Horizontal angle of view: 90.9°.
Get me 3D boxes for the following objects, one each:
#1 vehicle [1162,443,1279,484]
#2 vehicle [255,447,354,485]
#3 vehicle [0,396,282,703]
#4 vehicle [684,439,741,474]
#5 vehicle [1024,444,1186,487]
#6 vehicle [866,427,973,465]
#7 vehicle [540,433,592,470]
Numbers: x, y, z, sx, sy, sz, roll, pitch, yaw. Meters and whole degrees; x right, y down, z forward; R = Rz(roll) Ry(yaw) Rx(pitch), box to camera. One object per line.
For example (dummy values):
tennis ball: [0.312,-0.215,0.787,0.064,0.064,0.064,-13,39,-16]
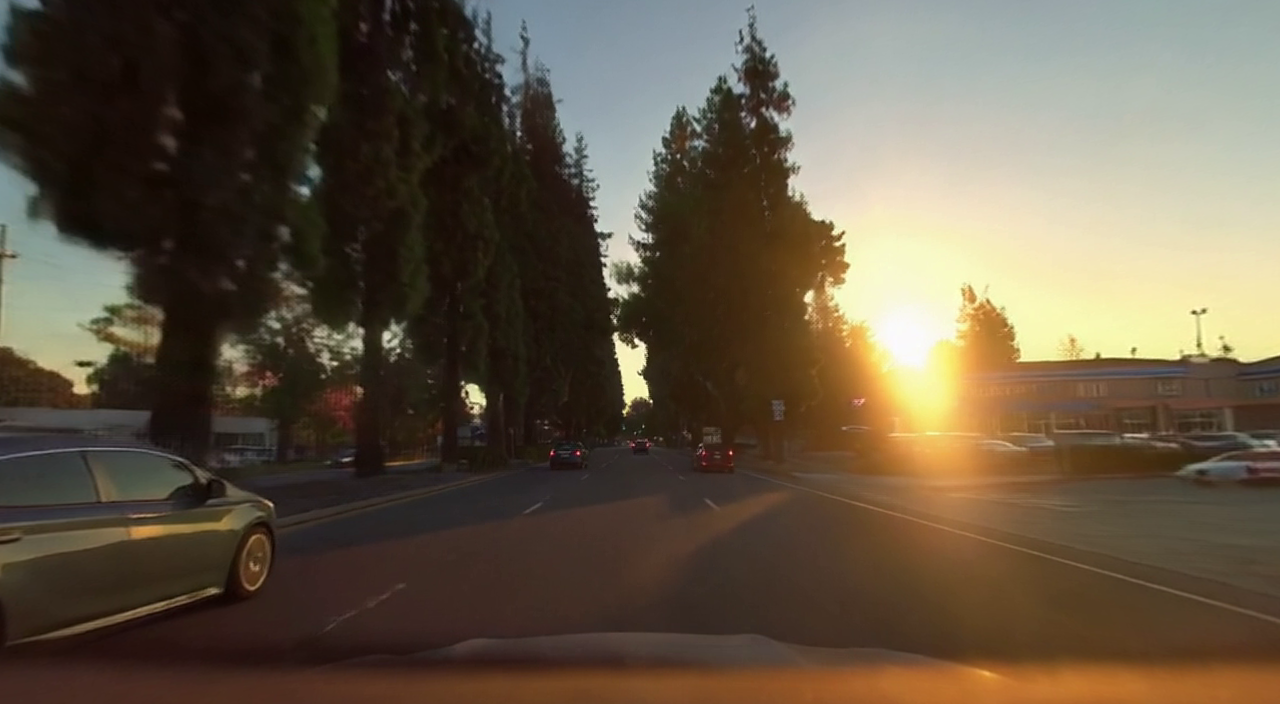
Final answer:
vehicle: [22.409,4.141,23.557,4.344,1.433,1.784,1,-8,-5]
vehicle: [-14.705,4.980,27.947,1.977,1.491,4.496,0,-8,-1]
vehicle: [-4.004,0.933,2.644,1.988,1.530,5.155,0,-8,0]
vehicle: [3.254,4.767,29.090,2.010,1.486,4.498,0,-8,-1]
vehicle: [16.765,4.069,22.816,4.717,1.461,1.874,2,-9,-10]
vehicle: [14.050,4.758,32.040,2.097,1.779,4.720,4,-9,-24]
vehicle: [-3.623,4.977,31.688,2.051,1.747,4.370,0,-8,1]
